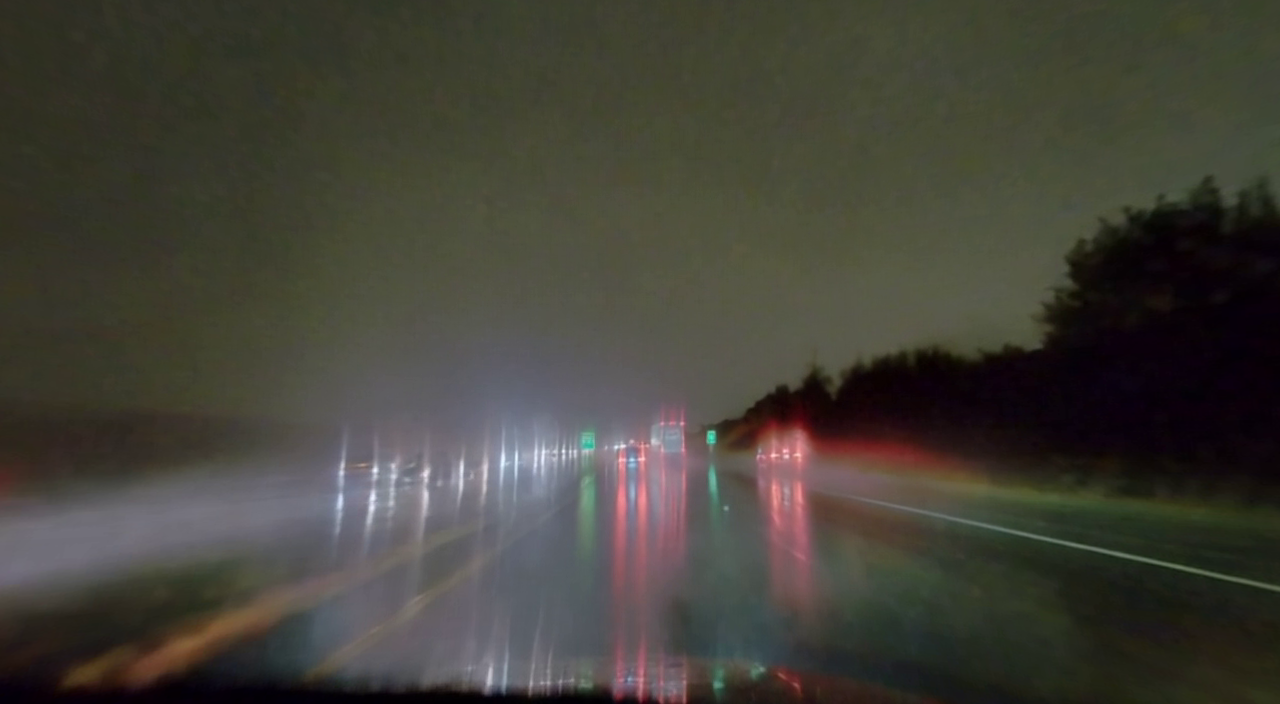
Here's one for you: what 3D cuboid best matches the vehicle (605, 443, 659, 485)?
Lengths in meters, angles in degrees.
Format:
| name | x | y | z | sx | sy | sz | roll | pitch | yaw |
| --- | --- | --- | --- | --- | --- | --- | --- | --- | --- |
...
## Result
| name | x | y | z | sx | sy | sz | roll | pitch | yaw |
| --- | --- | --- | --- | --- | --- | --- | --- | --- | --- |
| vehicle | -0.334 | 4.427 | 25.115 | 1.971 | 1.518 | 4.108 | 0 | -9 | -1 |

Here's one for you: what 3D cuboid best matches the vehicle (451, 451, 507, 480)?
| name | x | y | z | sx | sy | sz | roll | pitch | yaw |
| --- | --- | --- | --- | --- | --- | --- | --- | --- | --- |
| vehicle | -9.184 | 6.480 | 36.109 | 2.005 | 1.493 | 4.505 | 0 | -9 | 0 |

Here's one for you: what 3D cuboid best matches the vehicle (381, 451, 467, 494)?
| name | x | y | z | sx | sy | sz | roll | pitch | yaw |
| --- | --- | --- | --- | --- | --- | --- | --- | --- | --- |
| vehicle | -8.190 | 4.579 | 24.182 | 1.908 | 1.499 | 4.040 | 0 | -9 | -1 |

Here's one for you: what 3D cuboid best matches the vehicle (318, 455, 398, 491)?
| name | x | y | z | sx | sy | sz | roll | pitch | yaw |
| --- | --- | --- | --- | --- | --- | --- | --- | --- | --- |
| vehicle | -13.751 | 5.898 | 30.897 | 1.892 | 1.533 | 4.532 | 0 | -9 | -1 |
